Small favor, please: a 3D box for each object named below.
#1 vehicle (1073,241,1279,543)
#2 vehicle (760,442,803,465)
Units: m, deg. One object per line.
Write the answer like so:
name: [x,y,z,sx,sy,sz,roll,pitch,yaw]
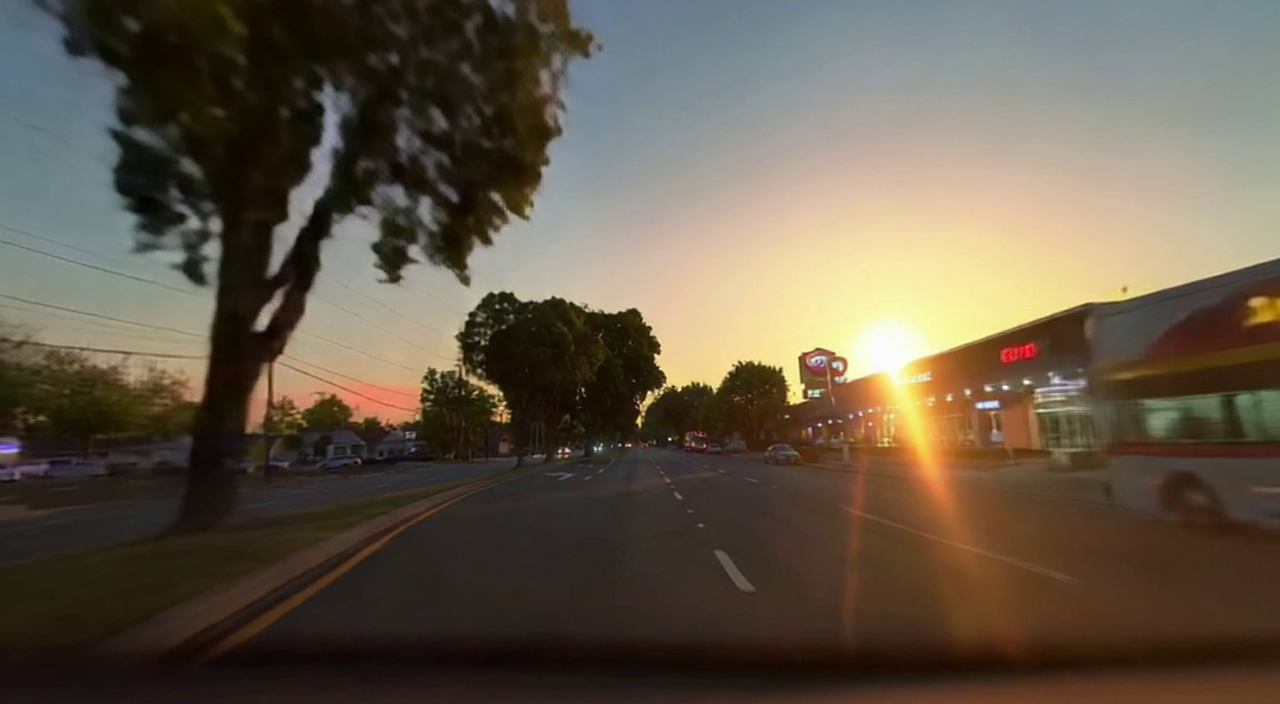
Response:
vehicle: [9.830,0.428,7.588,3.017,3.888,8.508,0,-8,-1]
vehicle: [10.069,7.257,45.309,1.886,1.556,4.513,0,-8,-2]
